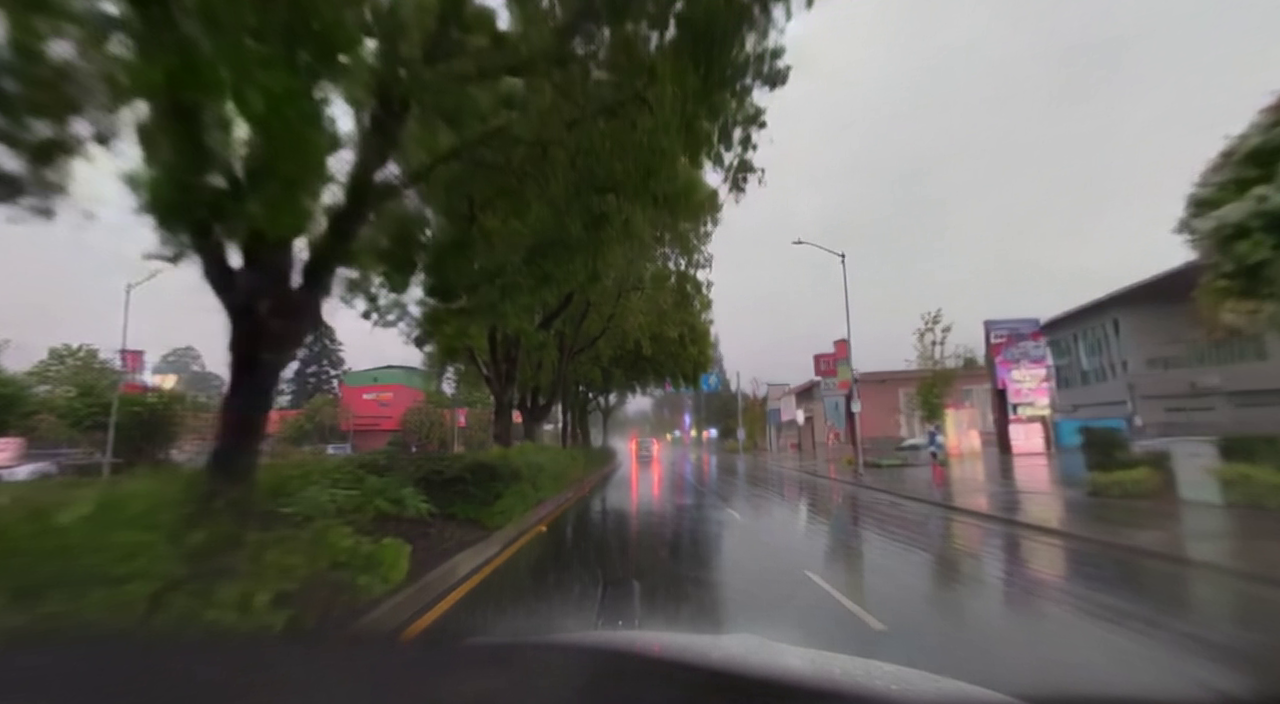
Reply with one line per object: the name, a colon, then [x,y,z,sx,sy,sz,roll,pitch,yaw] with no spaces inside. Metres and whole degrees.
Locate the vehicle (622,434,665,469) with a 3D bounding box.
vehicle: [0.262,5.579,35.492,2.235,1.719,4.292,2,-8,2]
